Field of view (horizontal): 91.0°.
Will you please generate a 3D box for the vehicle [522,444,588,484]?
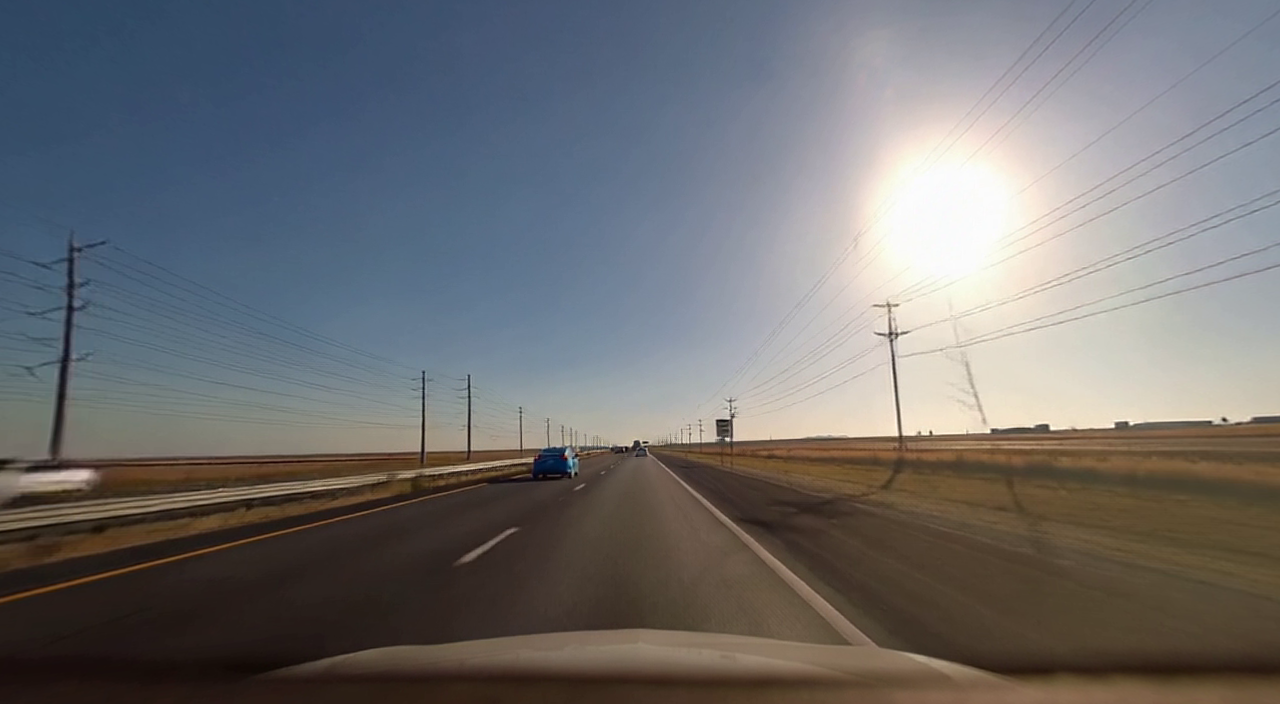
[{"bbox_3d":[-3.497,4.720,26.857,2.106,1.543,4.465,0,-9,1],"label":"vehicle"}]
